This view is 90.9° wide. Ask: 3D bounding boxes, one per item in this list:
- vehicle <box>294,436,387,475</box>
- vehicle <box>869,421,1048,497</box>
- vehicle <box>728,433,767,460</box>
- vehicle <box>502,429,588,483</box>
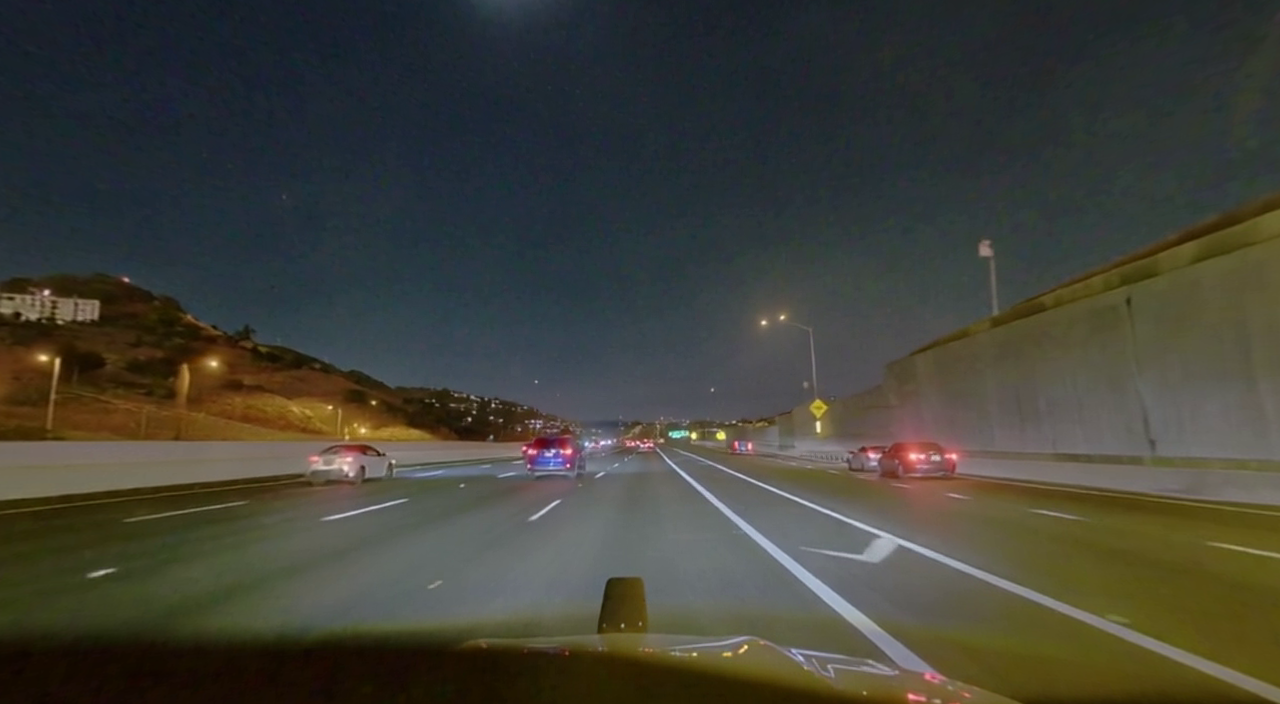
[{"bbox_3d":[-14.128,4.886,30.100,2.049,1.707,4.743,0,-8,0],"label":"vehicle"},{"bbox_3d":[7.783,2.662,16.055,2.122,1.646,4.491,0,-8,-1],"label":"vehicle"},{"bbox_3d":[7.558,6.678,44.705,2.172,1.824,5.031,-1,-8,3],"label":"vehicle"},{"bbox_3d":[-3.273,3.720,22.911,2.210,1.730,5.133,0,-8,1],"label":"vehicle"}]
